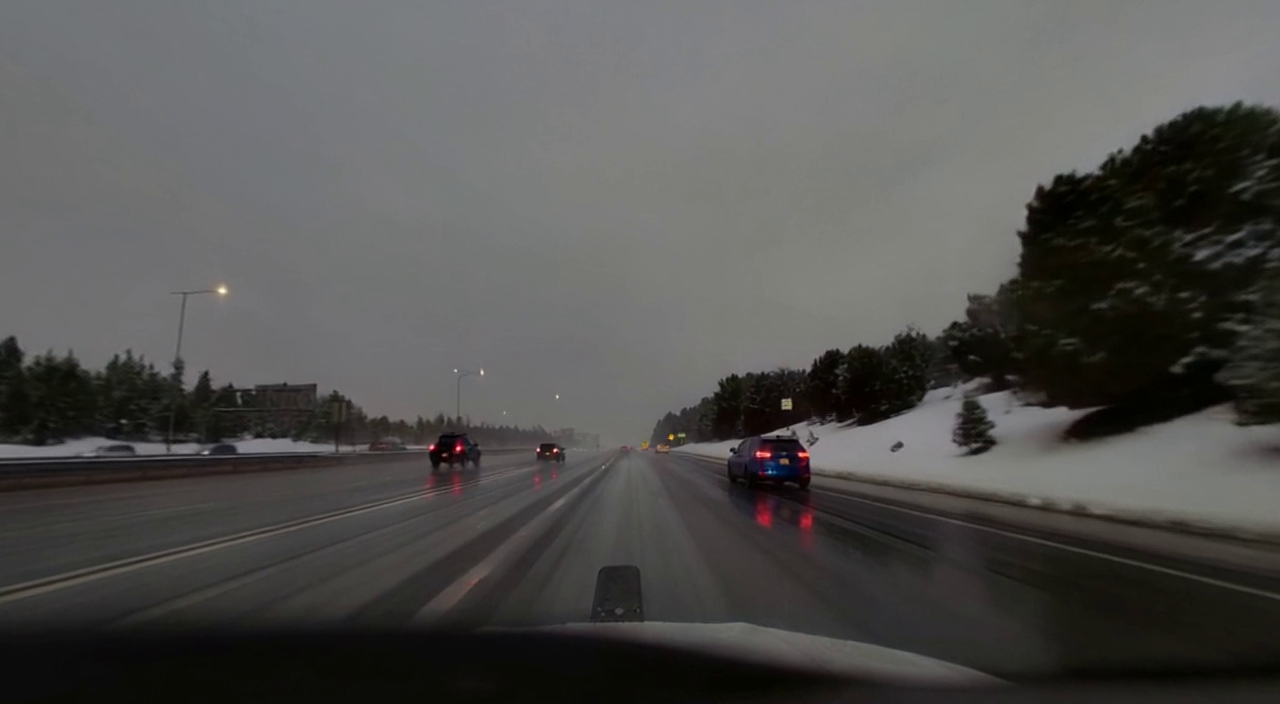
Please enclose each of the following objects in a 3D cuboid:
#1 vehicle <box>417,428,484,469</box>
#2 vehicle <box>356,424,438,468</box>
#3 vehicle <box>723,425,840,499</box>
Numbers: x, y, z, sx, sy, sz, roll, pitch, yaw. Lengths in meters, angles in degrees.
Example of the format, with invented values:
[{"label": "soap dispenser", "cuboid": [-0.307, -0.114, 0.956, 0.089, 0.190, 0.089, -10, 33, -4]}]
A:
[{"label": "vehicle", "cuboid": [-11.029, 5.681, 37.130, 2.261, 2.230, 5.435, 0, -9, 0]}, {"label": "vehicle", "cuboid": [-15.005, 5.881, 39.400, 2.647, 2.508, 6.337, 0, -9, 0]}, {"label": "vehicle", "cuboid": [3.966, 3.190, 18.668, 2.184, 1.892, 4.763, 0, -9, -2]}]
